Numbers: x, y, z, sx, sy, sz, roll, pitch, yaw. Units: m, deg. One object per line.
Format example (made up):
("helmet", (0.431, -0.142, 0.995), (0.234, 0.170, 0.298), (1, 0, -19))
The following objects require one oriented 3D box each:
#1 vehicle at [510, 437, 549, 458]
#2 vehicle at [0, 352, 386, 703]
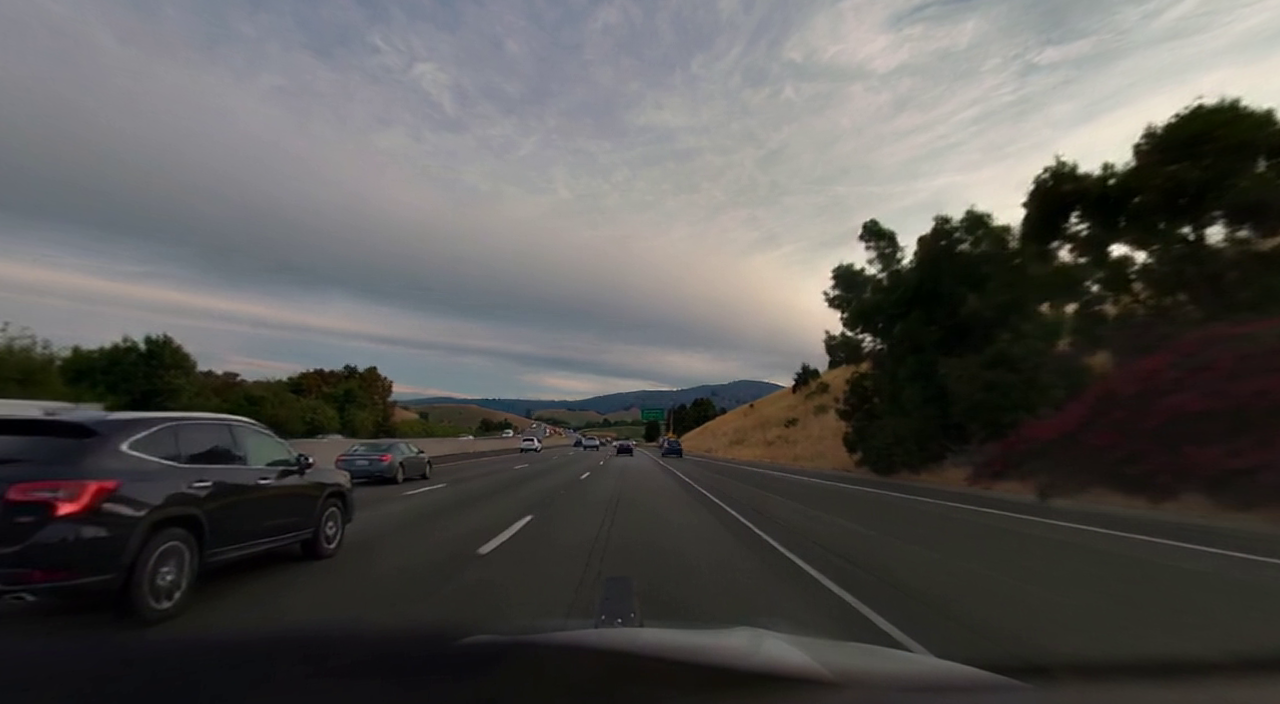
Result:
("vehicle", (-7.882, 6.886, 45.535), (2.020, 1.447, 4.322), (0, -8, 0))
("vehicle", (-4.054, 1.154, 4.934), (2.166, 1.700, 4.661), (0, -8, 0))
